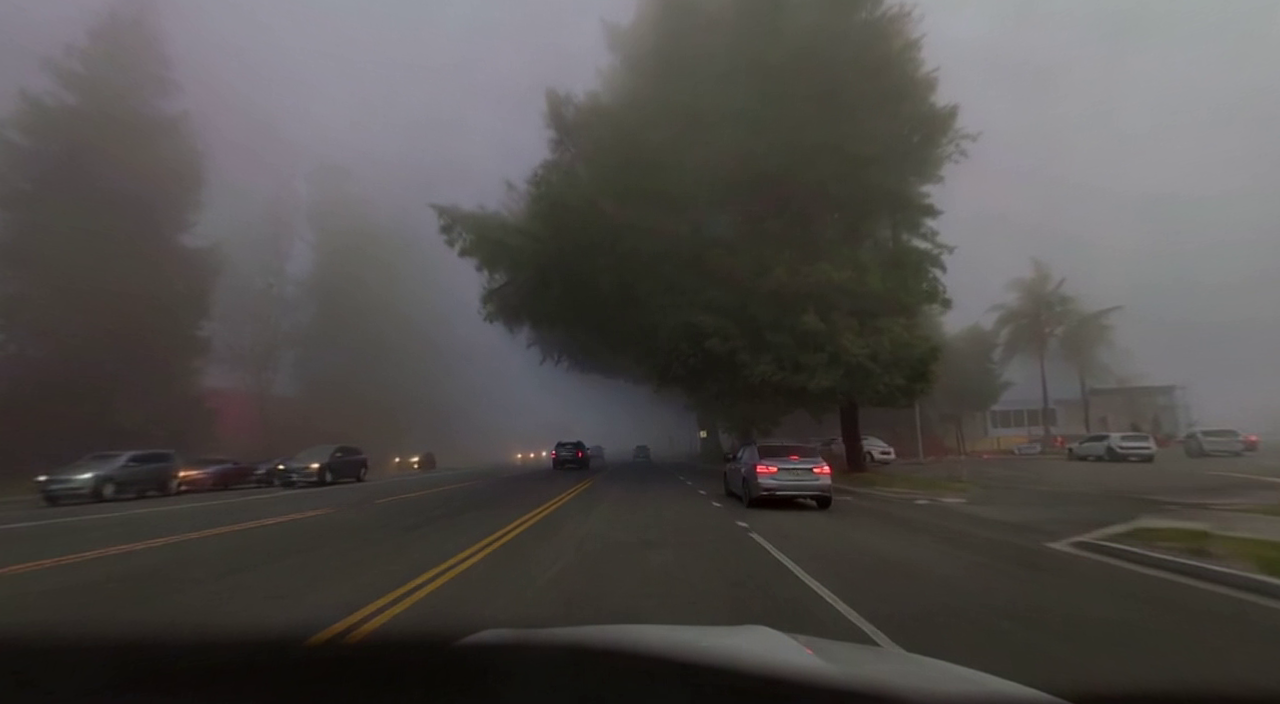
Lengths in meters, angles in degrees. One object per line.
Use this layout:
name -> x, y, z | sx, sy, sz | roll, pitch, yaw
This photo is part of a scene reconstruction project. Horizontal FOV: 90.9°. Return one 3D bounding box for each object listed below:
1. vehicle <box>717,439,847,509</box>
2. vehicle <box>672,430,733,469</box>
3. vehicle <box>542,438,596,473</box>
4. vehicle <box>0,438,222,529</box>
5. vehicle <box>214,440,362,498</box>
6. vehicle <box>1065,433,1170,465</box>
vehicle -> 3.329, 2.977, 15.877 | 2.095, 1.475, 4.686 | 0, -9, -1
vehicle -> 3.748, 6.060, 39.171 | 3.245, 2.199, 6.295 | 0, -8, 1
vehicle -> -3.690, 5.489, 33.547 | 2.250, 1.713, 4.422 | 0, -9, 1
vehicle -> -11.442, 2.658, 13.491 | 1.909, 1.467, 4.522 | -2, -6, 0
vehicle -> -11.373, 3.751, 20.871 | 2.004, 1.509, 4.932 | -2, -6, 1
vehicle -> 24.092, 4.911, 32.059 | 1.921, 1.463, 4.380 | 1, -8, 0
